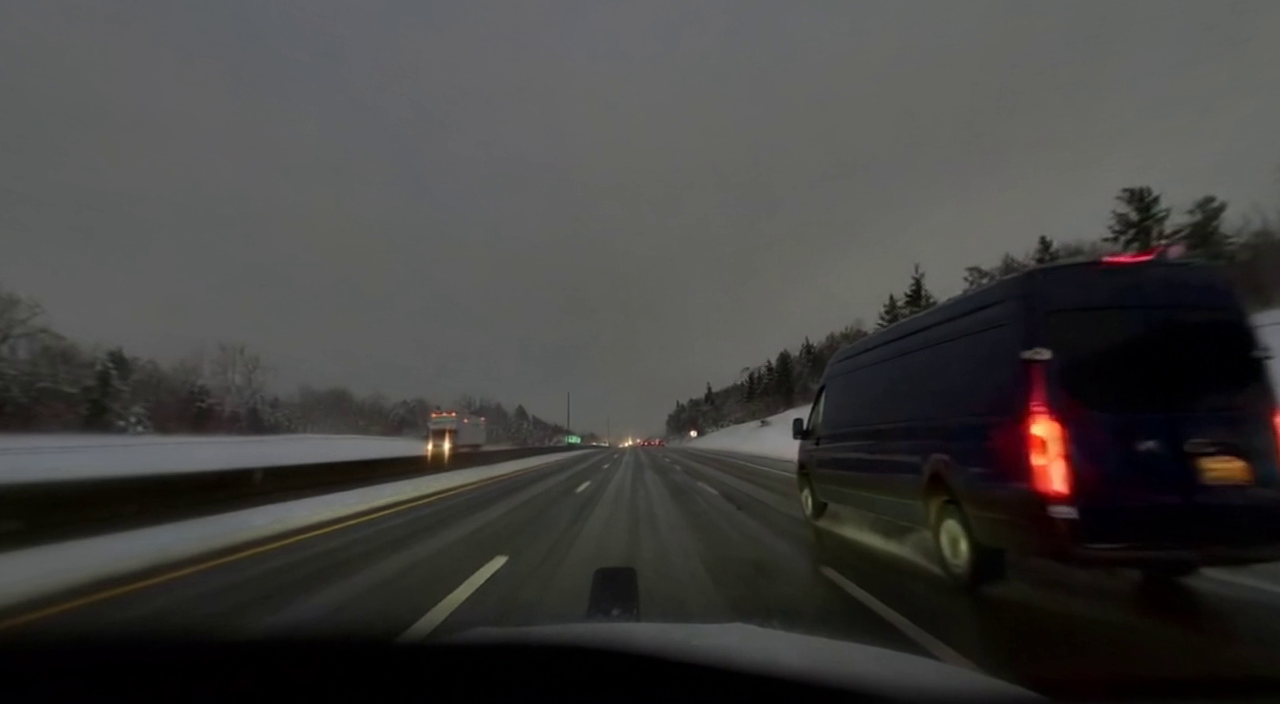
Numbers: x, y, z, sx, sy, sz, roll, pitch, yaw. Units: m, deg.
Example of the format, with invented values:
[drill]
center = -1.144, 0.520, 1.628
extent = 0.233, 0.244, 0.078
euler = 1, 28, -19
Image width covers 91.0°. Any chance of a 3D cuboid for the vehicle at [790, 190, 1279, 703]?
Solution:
[vehicle]
center = 3.735, 0.914, 6.722
extent = 2.431, 2.667, 6.921
euler = 0, -8, -1
